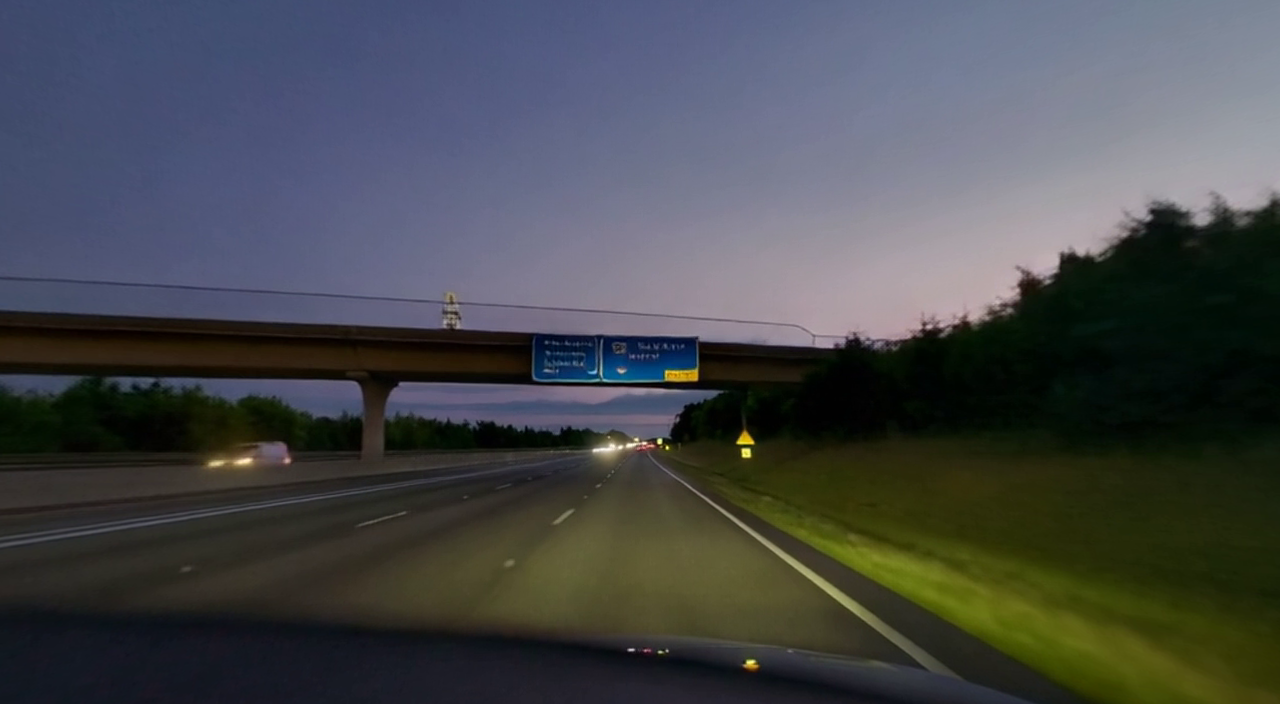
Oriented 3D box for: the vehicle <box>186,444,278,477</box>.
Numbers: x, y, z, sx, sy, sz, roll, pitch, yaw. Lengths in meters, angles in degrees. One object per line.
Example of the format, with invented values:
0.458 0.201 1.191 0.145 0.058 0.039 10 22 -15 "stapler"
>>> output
-21.449 5.710 33.376 1.956 1.587 4.301 0 -9 1 "vehicle"
